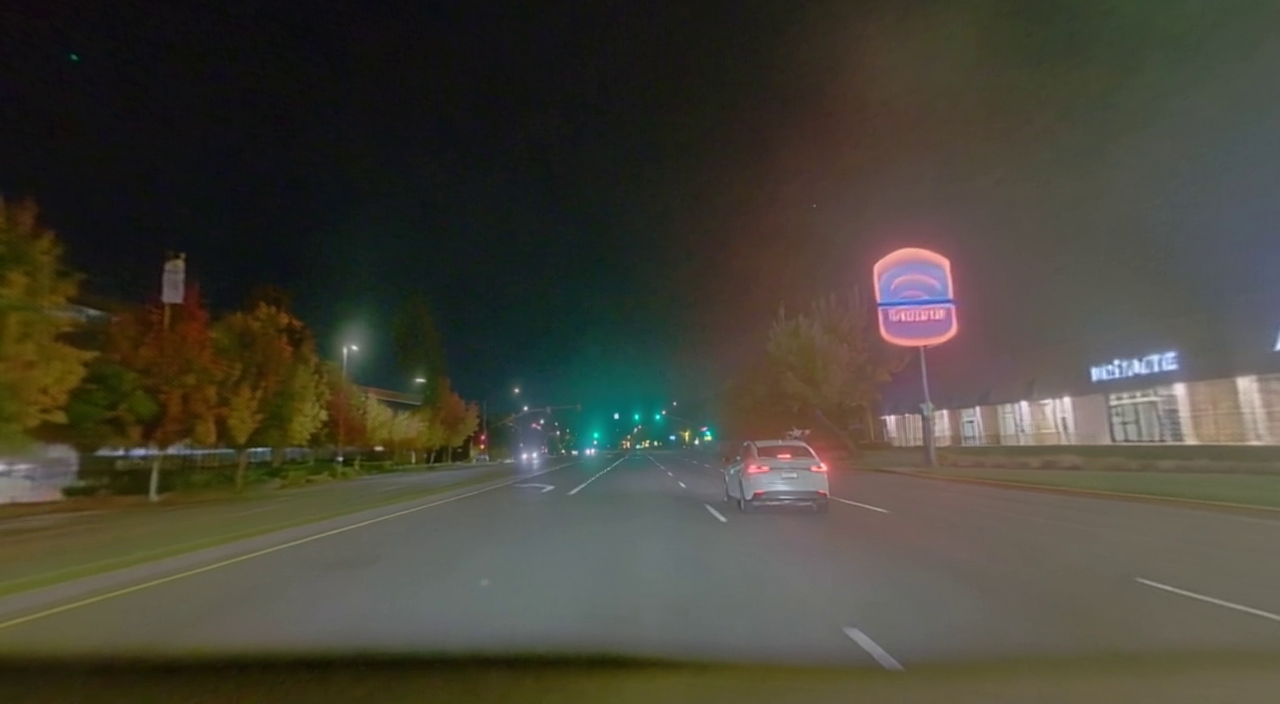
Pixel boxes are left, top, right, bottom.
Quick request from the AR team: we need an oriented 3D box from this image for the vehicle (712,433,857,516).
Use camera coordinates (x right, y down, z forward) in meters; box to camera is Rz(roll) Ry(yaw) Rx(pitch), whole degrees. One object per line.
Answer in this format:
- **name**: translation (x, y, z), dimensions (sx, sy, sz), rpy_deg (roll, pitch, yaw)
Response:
- **vehicle**: translation (2.889, 2.568, 13.749), dimensions (2.015, 1.479, 4.444), rpy_deg (0, -9, -1)
